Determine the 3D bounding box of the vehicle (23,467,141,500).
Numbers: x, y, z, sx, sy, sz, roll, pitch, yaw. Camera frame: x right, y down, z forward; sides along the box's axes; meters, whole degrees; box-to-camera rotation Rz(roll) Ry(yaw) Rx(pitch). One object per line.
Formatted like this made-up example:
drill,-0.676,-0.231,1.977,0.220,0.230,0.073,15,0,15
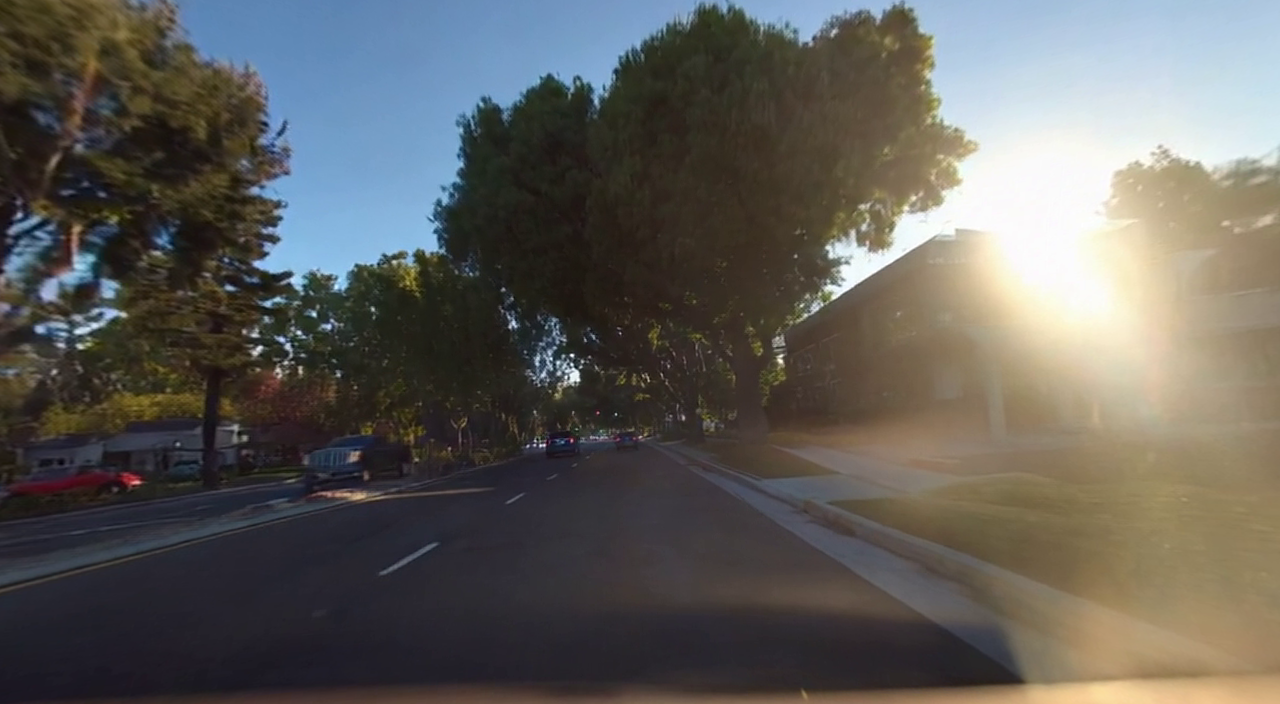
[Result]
vehicle,-29.752,7.021,33.668,4.605,1.453,1.809,-2,-7,0

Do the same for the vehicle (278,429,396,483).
vehicle,-12.358,4.264,26.219,2.292,1.882,5.655,-3,-8,-2

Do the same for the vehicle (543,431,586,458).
vehicle,-4.483,5.525,38.044,2.083,1.460,4.527,-2,-7,-1
